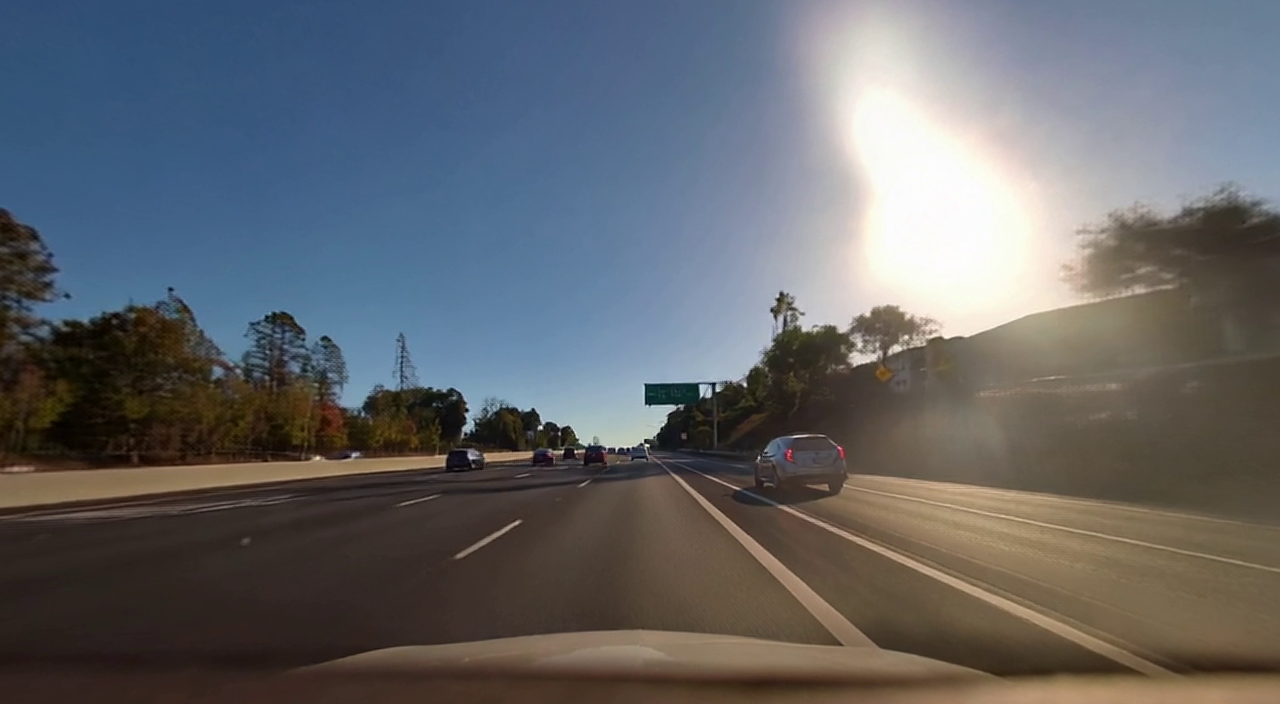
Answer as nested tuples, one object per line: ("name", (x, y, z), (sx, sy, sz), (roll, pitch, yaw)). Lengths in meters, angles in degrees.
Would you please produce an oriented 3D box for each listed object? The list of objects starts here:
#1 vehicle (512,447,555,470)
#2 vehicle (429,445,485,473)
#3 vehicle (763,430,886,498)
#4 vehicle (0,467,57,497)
("vehicle", (-7.382, 7.430, 44.106), (2.071, 1.486, 4.703), (0, -9, 1))
("vehicle", (-11.478, 6.714, 39.807), (2.107, 1.628, 4.446), (0, -9, 0))
("vehicle", (5.458, 3.396, 19.479), (2.259, 1.816, 4.862), (0, -9, -1))
("vehicle", (-35.229, 7.207, 35.025), (1.766, 1.465, 4.019), (0, -9, -1))
